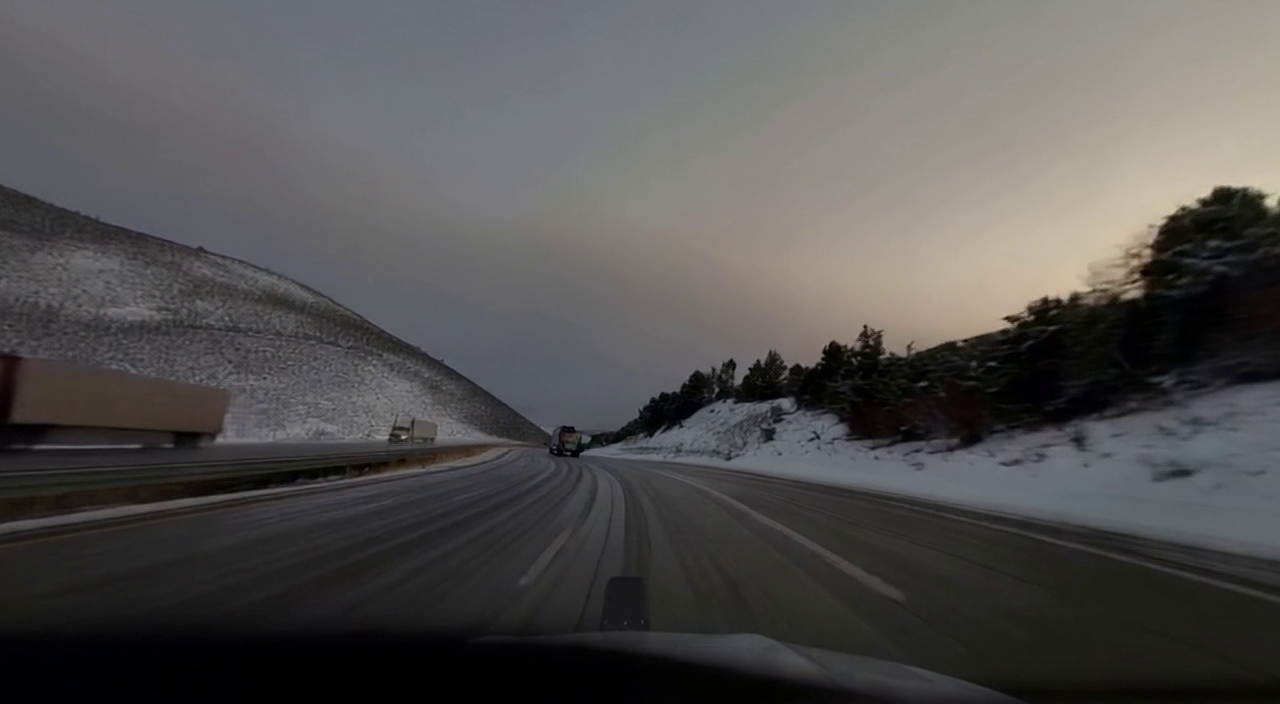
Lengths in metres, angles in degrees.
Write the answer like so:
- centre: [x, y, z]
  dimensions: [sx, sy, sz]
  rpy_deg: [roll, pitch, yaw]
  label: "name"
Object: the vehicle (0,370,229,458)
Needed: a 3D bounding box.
- centre: [-27.912, 3.678, 33.348]
  dimensions: [2.819, 3.536, 15.839]
  rpy_deg: [1, -9, -4]
  label: "vehicle"
